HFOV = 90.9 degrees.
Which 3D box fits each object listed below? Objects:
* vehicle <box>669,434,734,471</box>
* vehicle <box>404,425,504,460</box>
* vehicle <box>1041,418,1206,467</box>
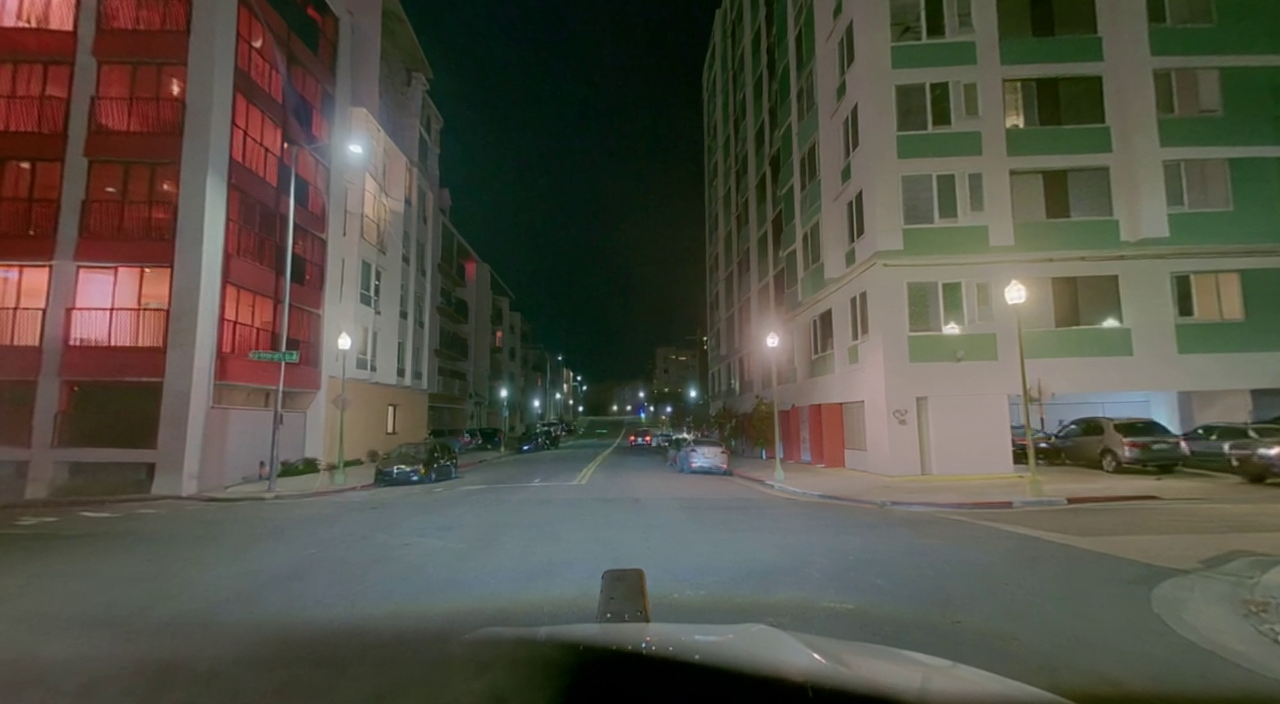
[{"bbox_3d":[2.529,4.311,27.153,2.290,1.456,4.503,0,-8,-1],"label":"vehicle"},{"bbox_3d":[-11.441,5.591,38.875,5.540,1.950,2.113,4,-12,-28],"label":"vehicle"},{"bbox_3d":[15.330,2.897,20.142,3.752,1.453,1.709,0,-9,2],"label":"vehicle"}]
